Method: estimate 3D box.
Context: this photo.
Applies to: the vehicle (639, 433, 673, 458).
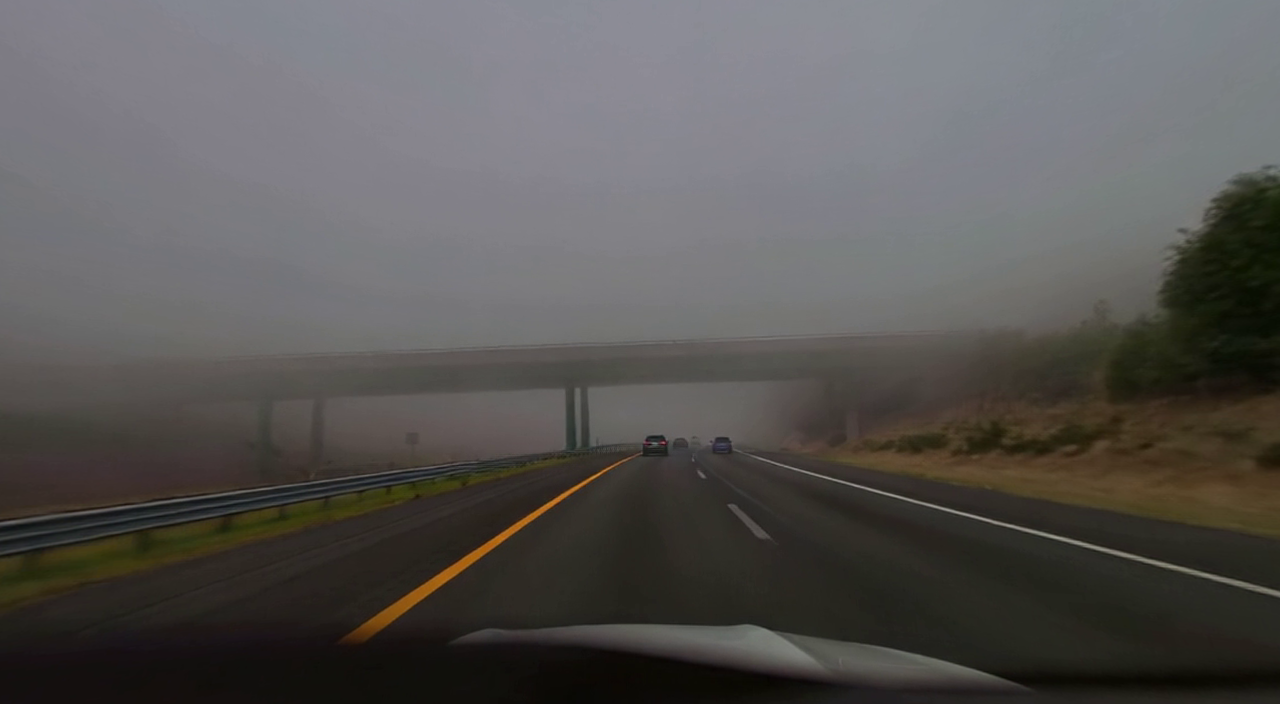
[{"bbox_3d":[1.083,6.026,40.693,1.993,1.461,3.812,-1,-8,4],"label":"vehicle"}]
